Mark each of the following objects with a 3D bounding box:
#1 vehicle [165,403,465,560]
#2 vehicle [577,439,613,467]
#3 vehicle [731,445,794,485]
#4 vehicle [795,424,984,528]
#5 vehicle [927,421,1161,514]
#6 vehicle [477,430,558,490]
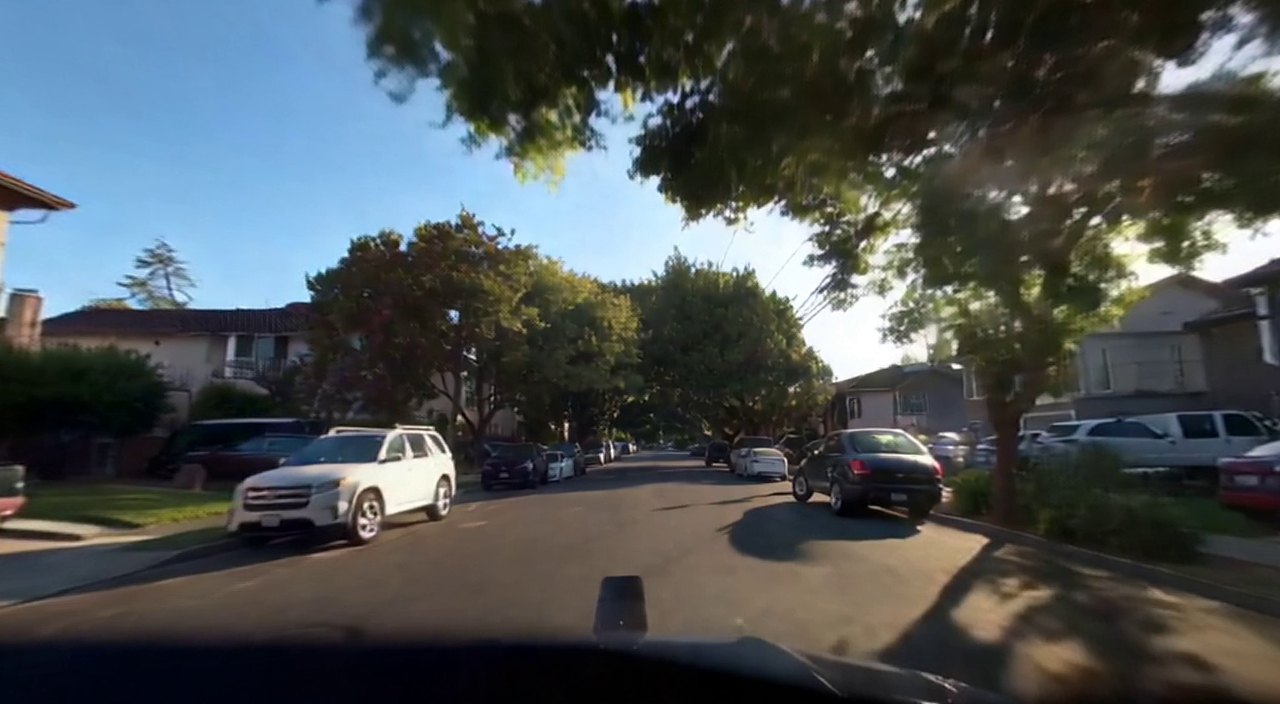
[{"bbox_3d":[-4.910,2.124,10.879,2.319,1.902,5.526,-2,-10,-1],"label":"vehicle"},{"bbox_3d":[-3.070,7.072,44.141,2.035,1.822,4.348,0,-10,2],"label":"vehicle"},{"bbox_3d":[5.354,4.983,28.367,1.850,1.516,5.066,0,-8,0],"label":"vehicle"},{"bbox_3d":[5.333,2.722,14.611,2.201,1.896,5.632,0,-8,2],"label":"vehicle"},{"bbox_3d":[9.356,2.761,15.354,2.285,1.833,4.853,-1,-10,-2],"label":"vehicle"},{"bbox_3d":[-4.137,3.787,22.065,2.007,1.861,4.101,0,-11,0],"label":"vehicle"}]
